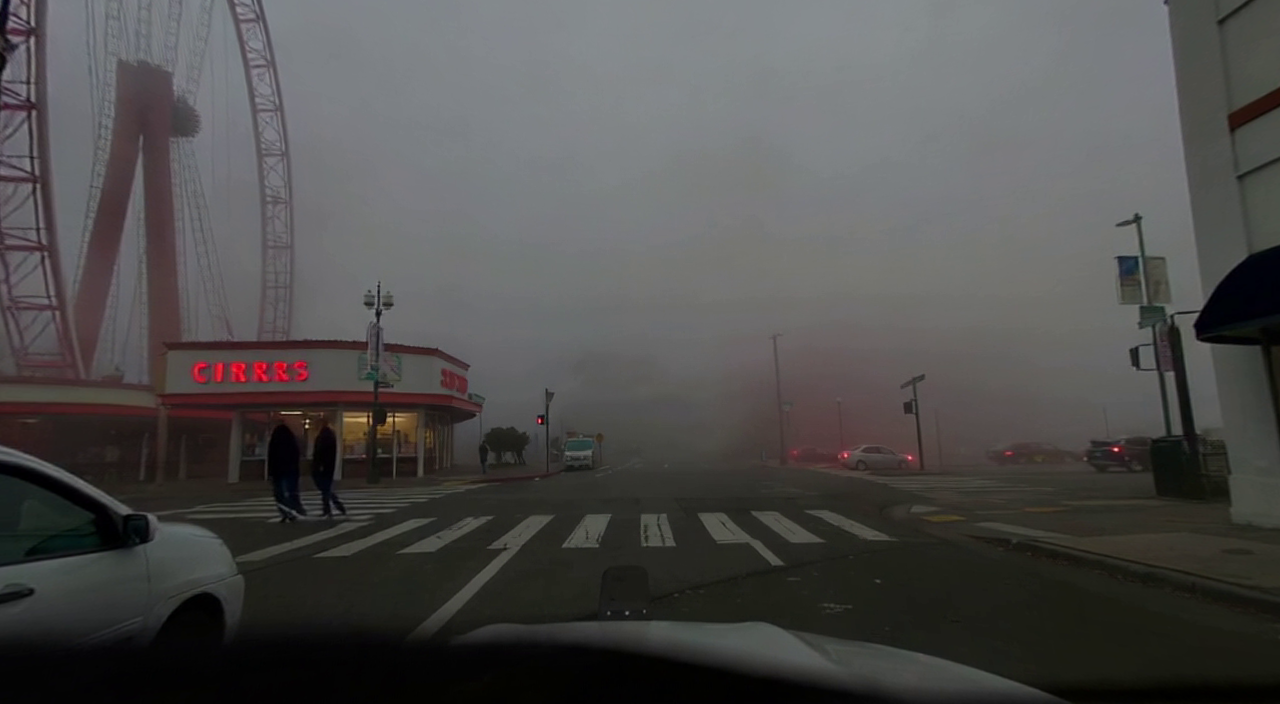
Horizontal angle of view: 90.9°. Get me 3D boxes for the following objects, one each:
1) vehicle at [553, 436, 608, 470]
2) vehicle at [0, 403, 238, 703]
[{"bbox_3d":[-3.892,6.405,40.247,2.549,2.000,5.699,2,-9,-15],"label":"vehicle"},{"bbox_3d":[-3.372,0.788,1.200,1.940,1.505,4.676,-1,-9,3],"label":"vehicle"}]
